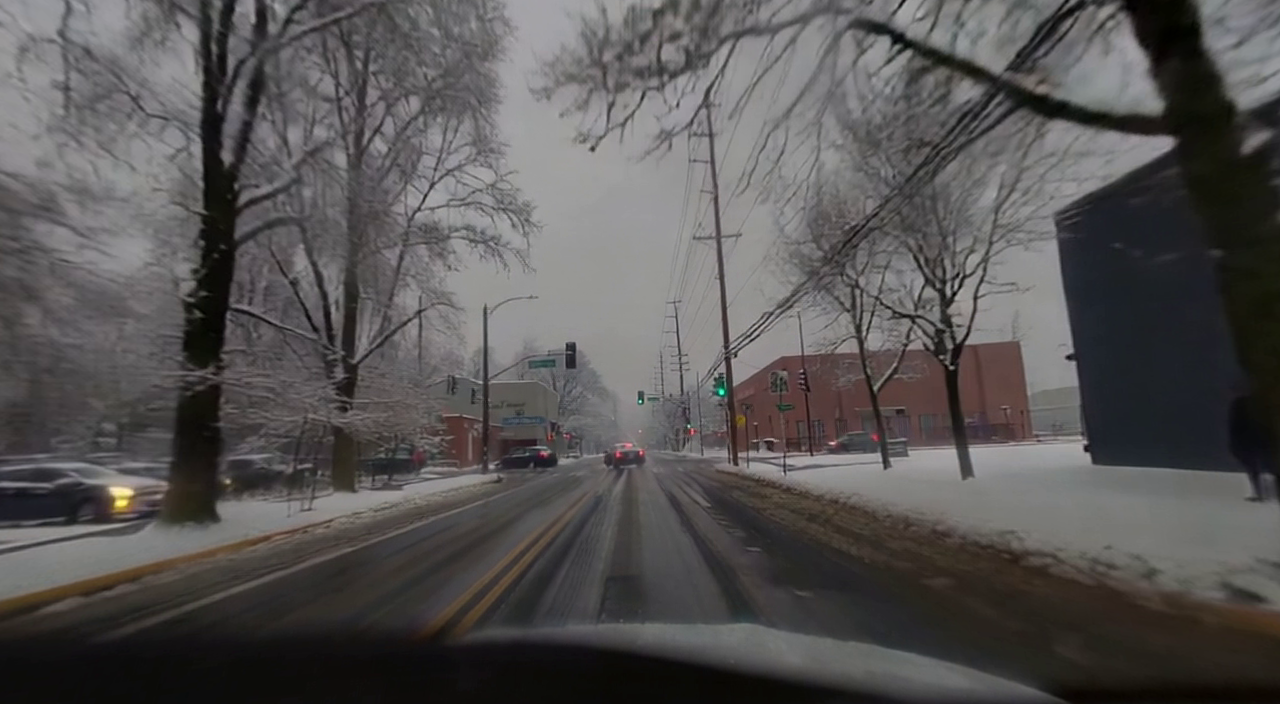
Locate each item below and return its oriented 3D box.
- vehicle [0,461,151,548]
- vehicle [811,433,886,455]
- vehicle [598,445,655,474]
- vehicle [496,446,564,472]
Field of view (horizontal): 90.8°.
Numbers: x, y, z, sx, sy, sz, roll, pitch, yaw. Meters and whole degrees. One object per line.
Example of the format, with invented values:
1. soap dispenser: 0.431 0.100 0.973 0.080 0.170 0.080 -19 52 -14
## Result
1. vehicle: -13.058 3.145 13.126 4.226 1.575 2.124 -4 -10 9
2. vehicle: 14.582 6.467 44.359 4.632 1.484 1.907 0 -8 -1
3. vehicle: -0.830 5.945 35.190 2.118 1.478 4.624 2 -9 -15
4. vehicle: -7.764 7.530 44.664 4.472 1.736 1.874 -4 -10 27
